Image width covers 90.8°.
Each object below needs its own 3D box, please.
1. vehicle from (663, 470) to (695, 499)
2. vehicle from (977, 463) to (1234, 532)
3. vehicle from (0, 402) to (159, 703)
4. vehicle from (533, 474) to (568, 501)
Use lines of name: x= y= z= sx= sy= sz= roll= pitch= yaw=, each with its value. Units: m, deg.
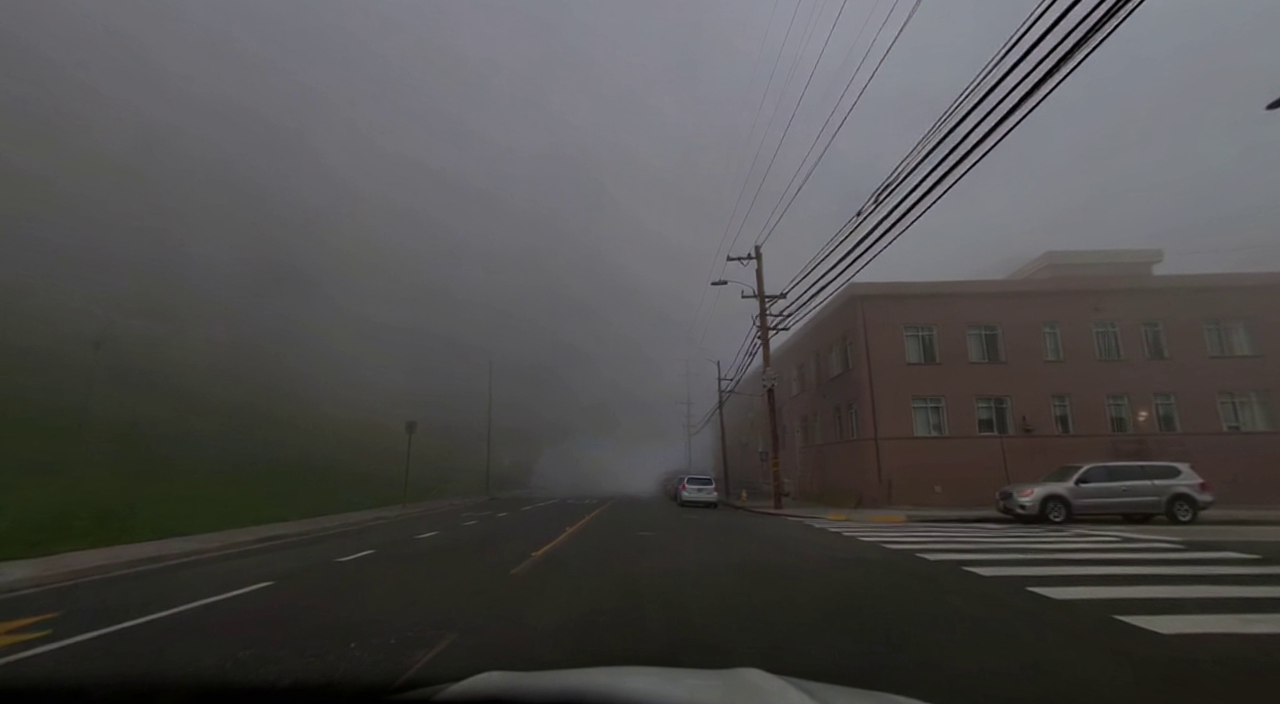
vehicle: x=2.831 y=9.739 z=46.563 sx=1.953 sy=1.774 sz=5.008 roll=0 pitch=-8 yaw=-1
vehicle: x=11.417 y=3.560 z=15.770 sx=4.771 sy=1.492 sz=2.107 roll=0 pitch=-8 yaw=-3
vehicle: x=-3.213 y=0.768 z=0.860 sx=1.911 sy=1.563 sz=4.057 roll=0 pitch=-8 yaw=0
vehicle: x=-6.640 y=10.087 z=47.118 sx=1.913 sy=1.682 sz=4.365 roll=0 pitch=-8 yaw=1
